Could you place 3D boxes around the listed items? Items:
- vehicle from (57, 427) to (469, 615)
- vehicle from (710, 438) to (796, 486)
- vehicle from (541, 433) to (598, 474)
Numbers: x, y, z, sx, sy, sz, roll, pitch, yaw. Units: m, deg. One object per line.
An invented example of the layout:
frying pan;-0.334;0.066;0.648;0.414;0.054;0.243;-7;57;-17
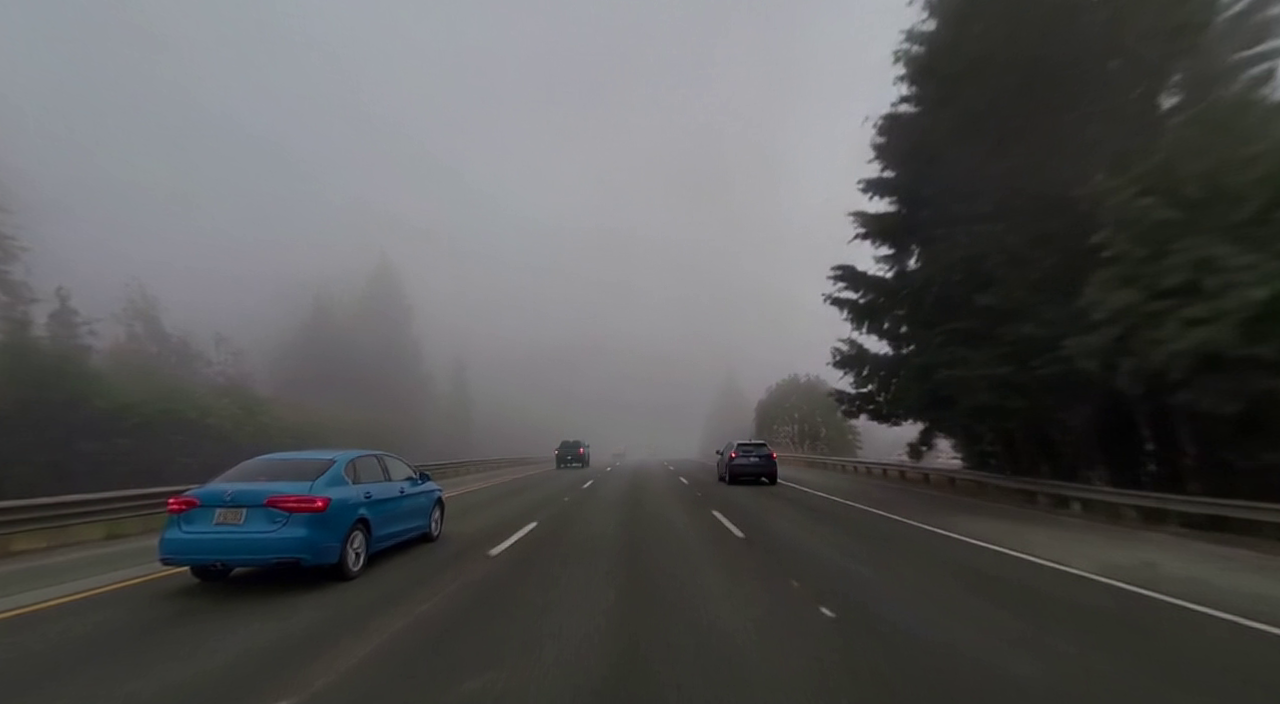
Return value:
vehicle;-3.625;1.677;7.308;1.948;1.475;4.461;0;-8;1
vehicle;3.751;3.761;21.841;2.100;1.472;4.533;0;-8;-1
vehicle;-3.369;4.982;31.079;2.122;1.847;4.696;0;-8;2
